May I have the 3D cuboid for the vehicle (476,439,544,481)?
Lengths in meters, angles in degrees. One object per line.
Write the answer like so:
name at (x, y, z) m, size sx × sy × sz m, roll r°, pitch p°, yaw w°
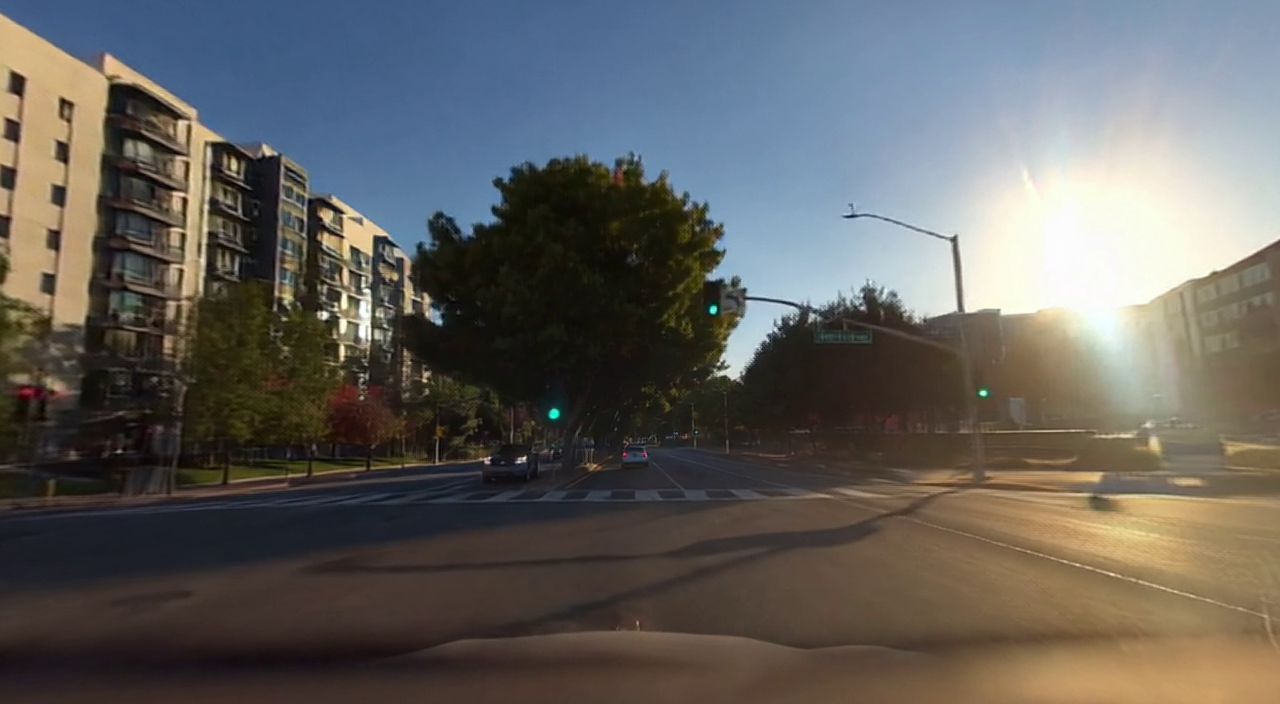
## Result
vehicle at (-5.467, 4.590, 27.020) m, size 2.016 × 1.631 × 4.148 m, roll 0°, pitch -9°, yaw 0°

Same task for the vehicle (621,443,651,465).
vehicle at (-0.307, 7.254, 44.914) m, size 2.064 × 1.477 × 3.968 m, roll 0°, pitch -9°, yaw -1°
